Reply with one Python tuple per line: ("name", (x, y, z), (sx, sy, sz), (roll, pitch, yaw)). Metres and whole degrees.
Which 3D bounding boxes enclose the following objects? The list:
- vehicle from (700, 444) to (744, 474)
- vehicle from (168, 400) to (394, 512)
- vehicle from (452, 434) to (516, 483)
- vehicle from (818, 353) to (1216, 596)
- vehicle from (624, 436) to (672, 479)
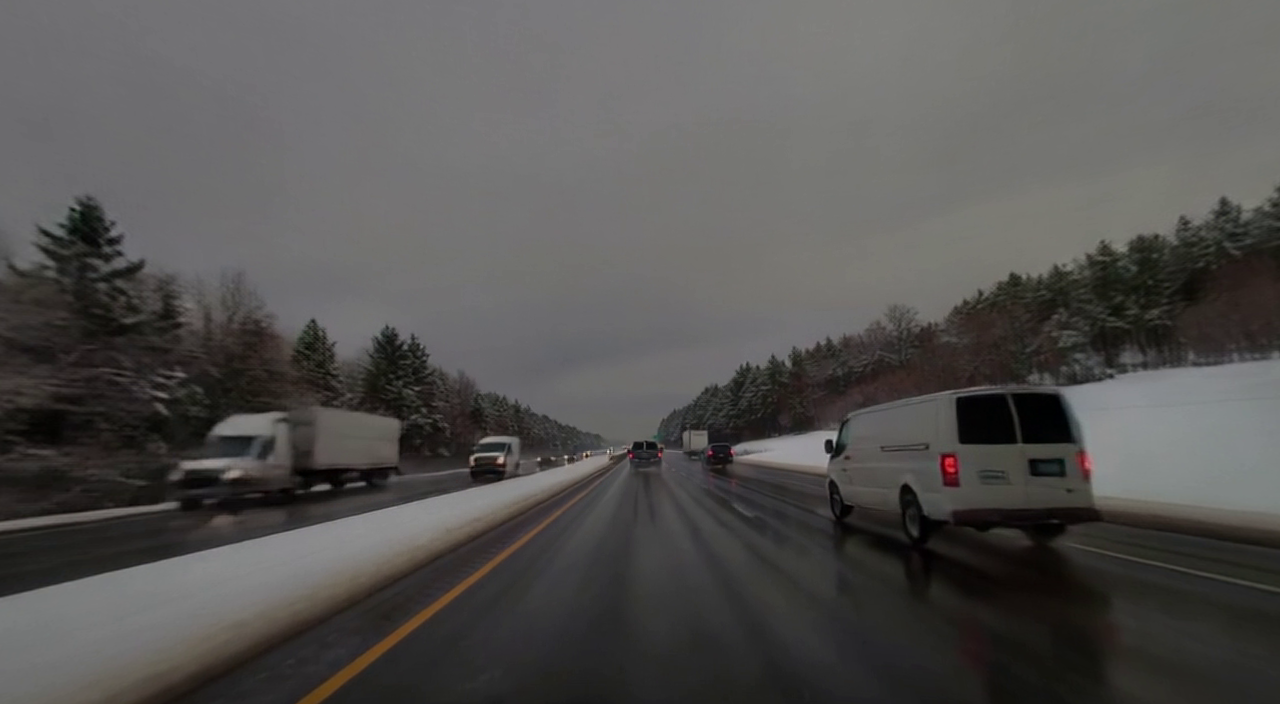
("vehicle", (4.591, 6.027, 35.736), (1.868, 1.566, 3.509), (0, -9, -2))
("vehicle", (-13.683, 4.158, 25.691), (3.003, 3.610, 10.351), (0, -9, 0))
("vehicle", (-8.652, 5.939, 35.593), (2.171, 2.512, 5.597), (0, -9, 0))
("vehicle", (4.232, 1.495, 8.389), (2.232, 2.290, 4.720), (0, -9, -1))
("vehicle", (0.381, 5.061, 30.454), (2.143, 1.925, 4.101), (0, -9, 0))
